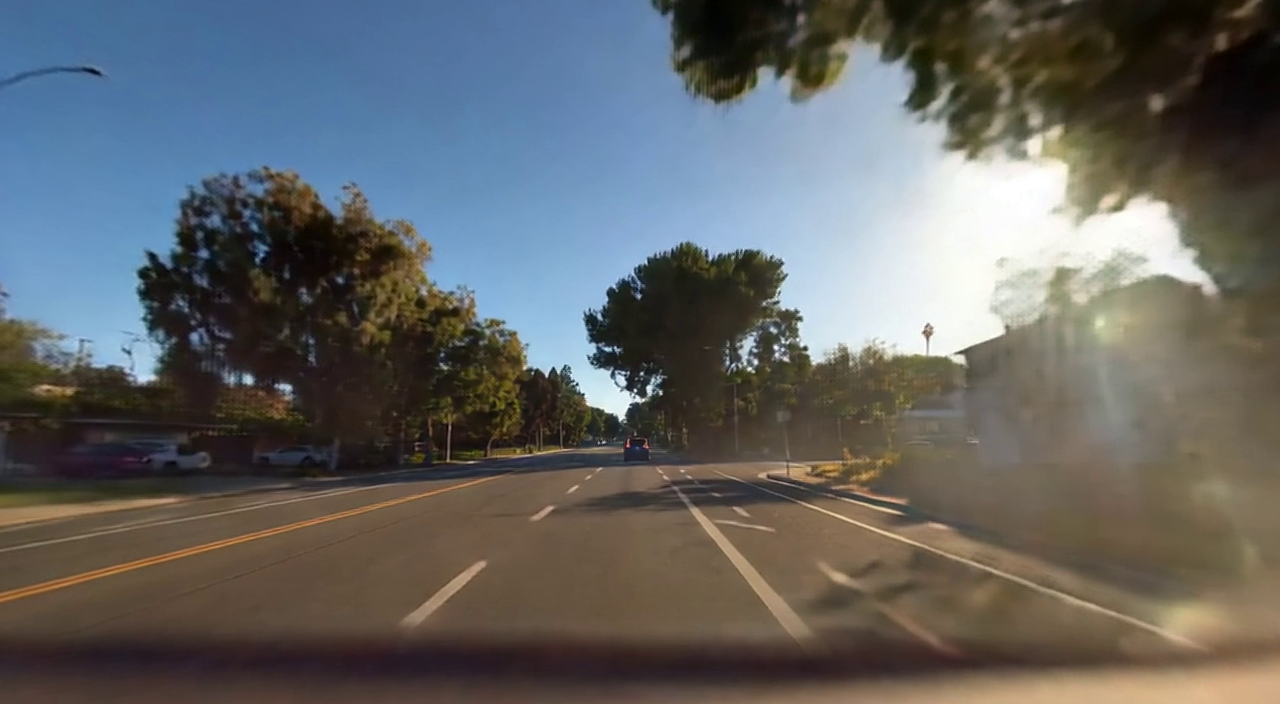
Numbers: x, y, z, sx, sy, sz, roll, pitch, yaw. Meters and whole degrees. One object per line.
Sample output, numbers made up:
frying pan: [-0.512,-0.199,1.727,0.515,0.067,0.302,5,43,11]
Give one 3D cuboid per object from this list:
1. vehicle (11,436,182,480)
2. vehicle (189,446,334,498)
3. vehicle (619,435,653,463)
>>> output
vehicle: [-21.054,4.102,24.639,4.773,1.625,1.933,1,-8,-2]
vehicle: [-12.344,3.902,21.020,2.090,1.478,4.376,0,-8,1]
vehicle: [-0.266,6.662,43.583,2.230,1.827,4.298,0,-8,0]
